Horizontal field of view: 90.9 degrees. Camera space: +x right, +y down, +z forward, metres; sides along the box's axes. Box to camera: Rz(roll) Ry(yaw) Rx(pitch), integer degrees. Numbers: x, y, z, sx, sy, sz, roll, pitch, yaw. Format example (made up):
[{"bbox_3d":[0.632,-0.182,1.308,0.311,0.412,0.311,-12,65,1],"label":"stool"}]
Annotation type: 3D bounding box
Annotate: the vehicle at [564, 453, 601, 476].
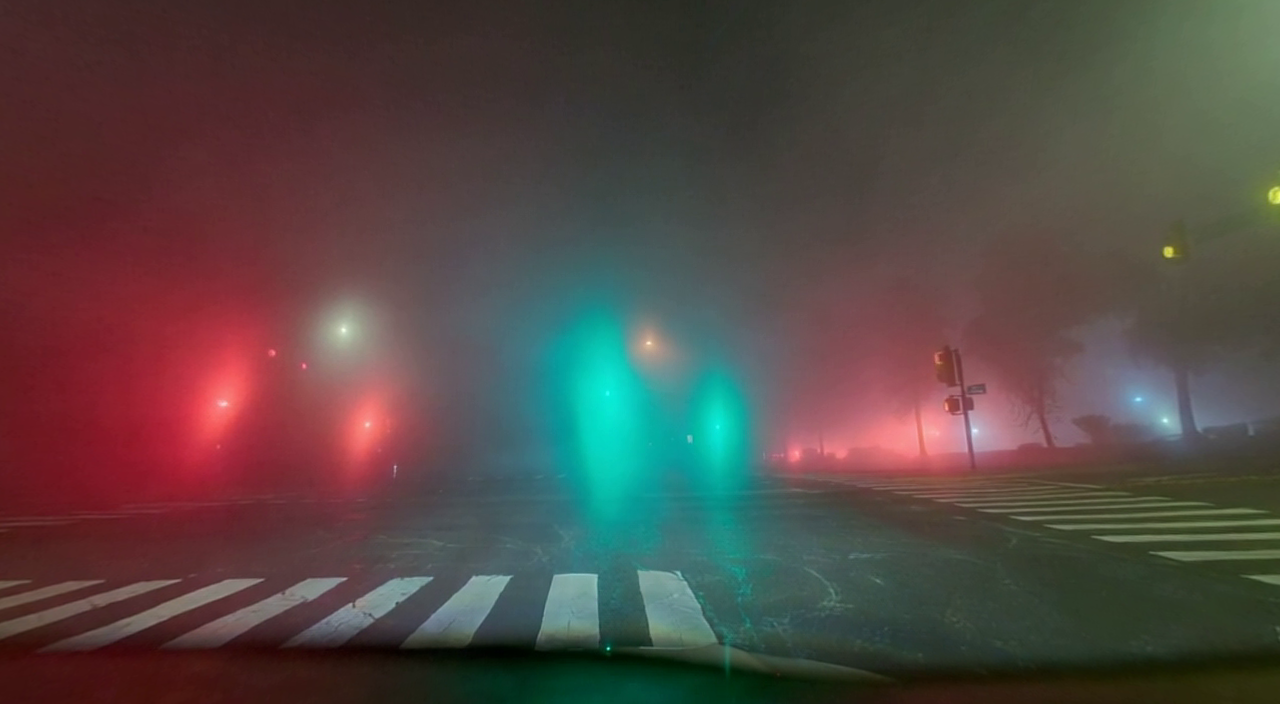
[{"bbox_3d":[-4.464,8.858,49.865,2.030,1.704,4.205,-1,-8,7],"label":"vehicle"}]
